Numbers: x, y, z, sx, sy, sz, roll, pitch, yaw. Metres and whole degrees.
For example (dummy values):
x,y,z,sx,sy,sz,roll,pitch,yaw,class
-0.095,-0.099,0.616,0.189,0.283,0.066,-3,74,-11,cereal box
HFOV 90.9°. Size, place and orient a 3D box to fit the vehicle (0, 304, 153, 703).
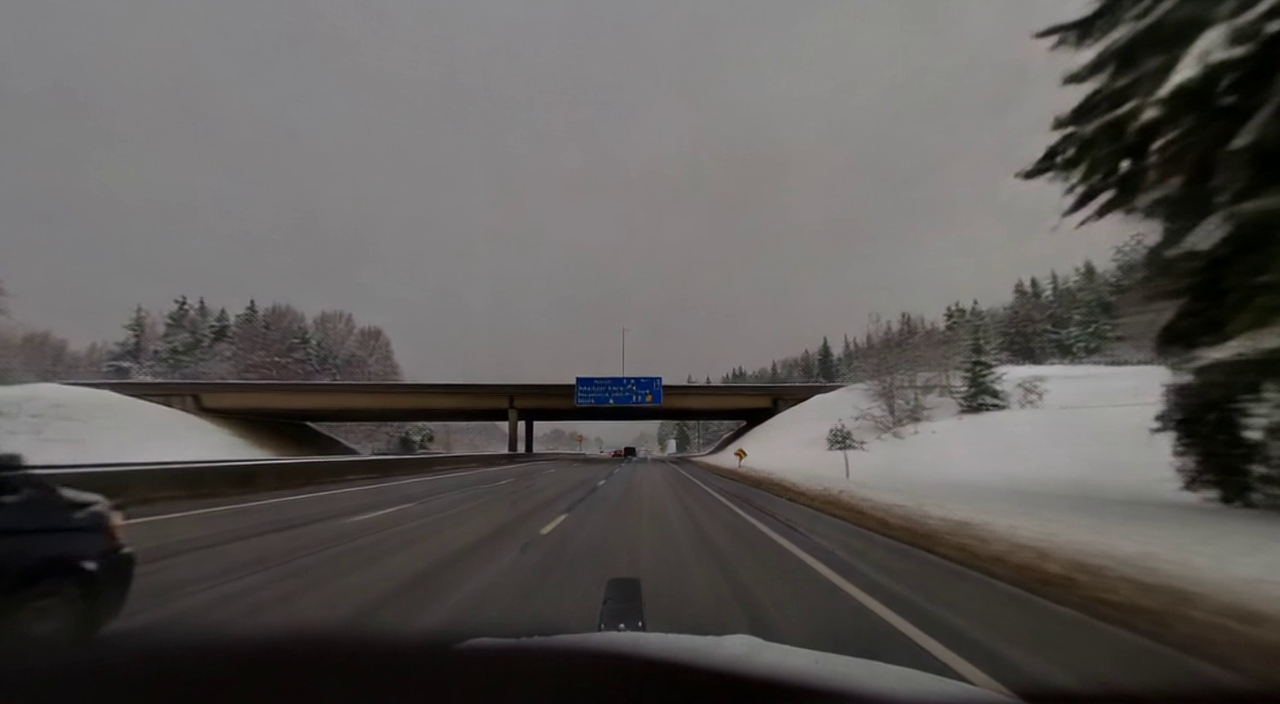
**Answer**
x,y,z,sx,sy,sz,roll,pitch,yaw,class
-4.000,0.488,1.127,2.167,1.929,5.037,0,-9,0,vehicle
